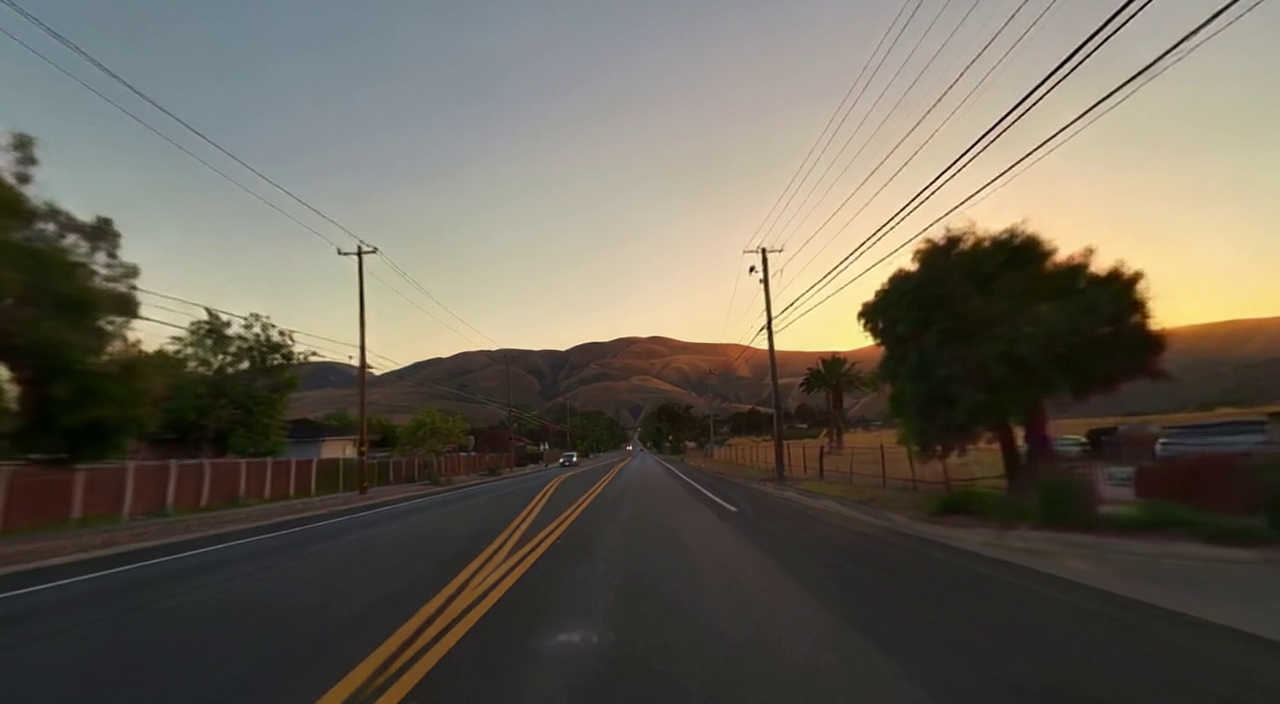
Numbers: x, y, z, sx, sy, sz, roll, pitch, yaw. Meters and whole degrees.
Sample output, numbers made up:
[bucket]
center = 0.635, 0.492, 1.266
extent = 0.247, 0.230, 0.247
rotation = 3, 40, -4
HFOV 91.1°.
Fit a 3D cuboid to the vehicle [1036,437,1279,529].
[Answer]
[vehicle]
center = 10.300, 2.366, 11.677
extent = 4.540, 1.505, 2.021
rotation = -3, -9, 21
